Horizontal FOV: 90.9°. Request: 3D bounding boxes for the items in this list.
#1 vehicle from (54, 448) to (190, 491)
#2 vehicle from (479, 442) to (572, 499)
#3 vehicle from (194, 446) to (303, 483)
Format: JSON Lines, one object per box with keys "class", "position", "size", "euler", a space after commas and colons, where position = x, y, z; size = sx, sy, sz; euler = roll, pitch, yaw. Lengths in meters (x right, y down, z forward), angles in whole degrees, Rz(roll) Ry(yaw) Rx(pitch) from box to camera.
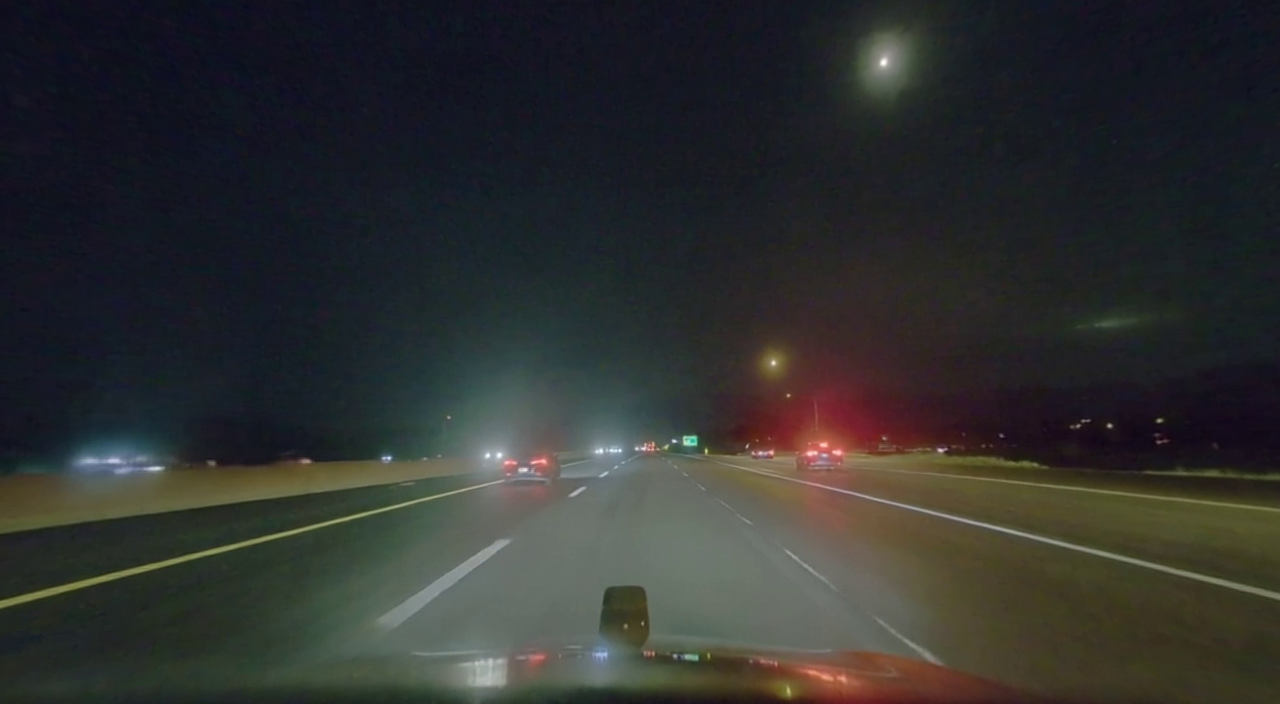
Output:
{"class": "vehicle", "position": [-21.991, 4.979, 27.070], "size": [1.919, 1.636, 4.540], "euler": [0, -8, 1]}
{"class": "vehicle", "position": [-3.305, 3.484, 18.958], "size": [1.968, 1.504, 3.892], "euler": [0, -8, 1]}
{"class": "vehicle", "position": [-17.902, 5.123, 29.140], "size": [1.967, 1.548, 4.652], "euler": [0, -8, 1]}
